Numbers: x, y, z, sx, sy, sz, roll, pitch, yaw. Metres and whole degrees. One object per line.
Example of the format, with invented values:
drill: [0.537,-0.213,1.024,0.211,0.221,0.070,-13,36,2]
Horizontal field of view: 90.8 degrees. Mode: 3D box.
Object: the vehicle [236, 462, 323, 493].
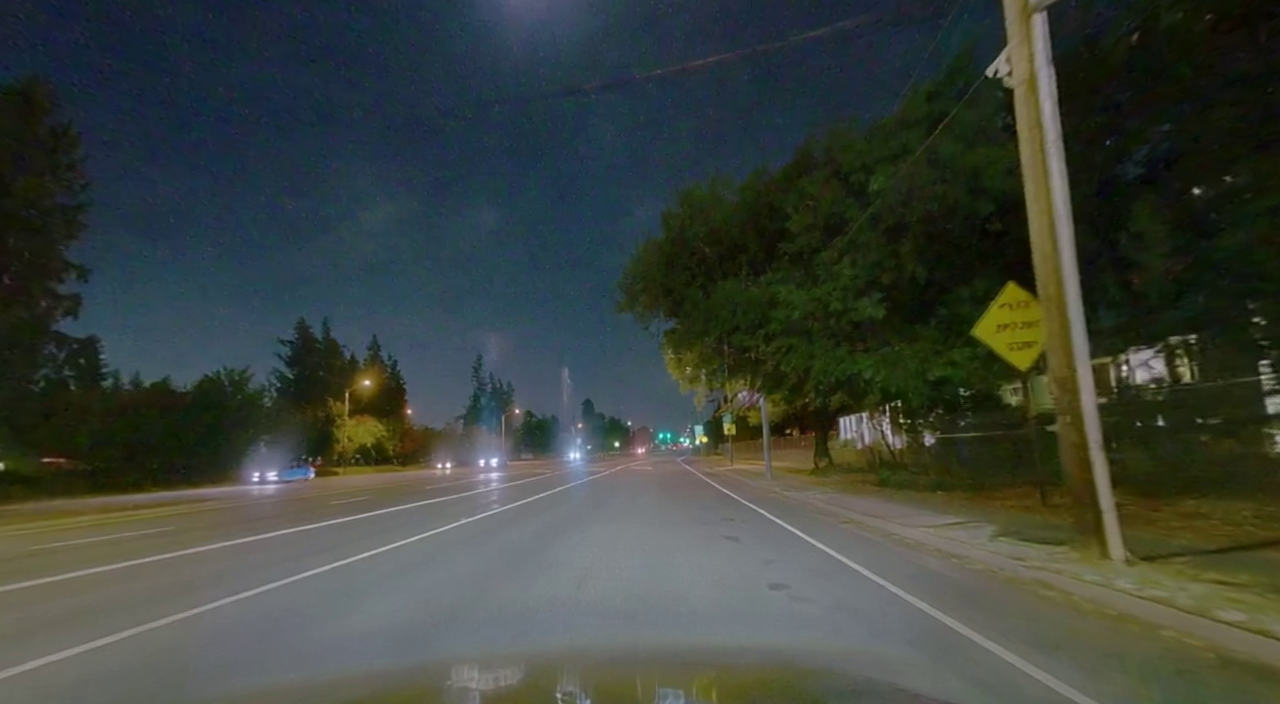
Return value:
vehicle: [-19.950,6.922,35.169,1.806,1.438,4.461,-1,-8,7]
